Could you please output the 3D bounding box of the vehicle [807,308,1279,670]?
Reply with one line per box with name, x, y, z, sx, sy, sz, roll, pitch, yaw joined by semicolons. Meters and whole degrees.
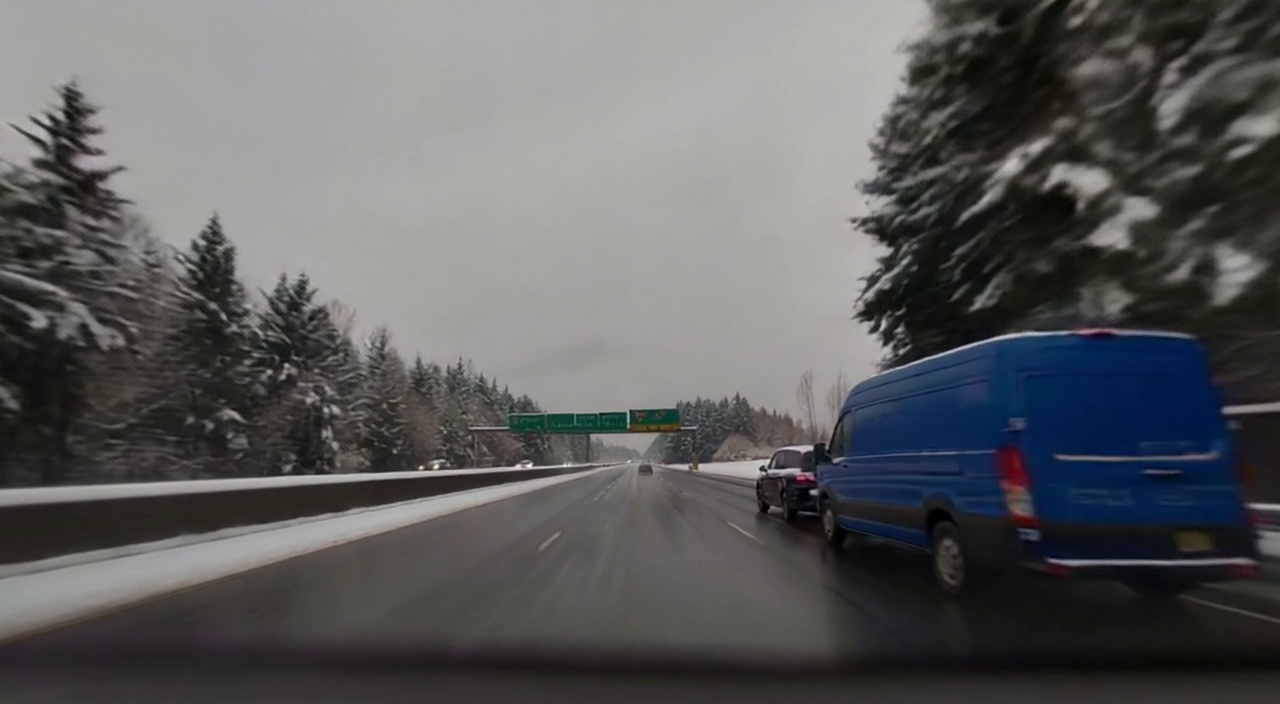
vehicle;4.455;1.607;8.141;2.737;2.711;6.687;1;-11;0
